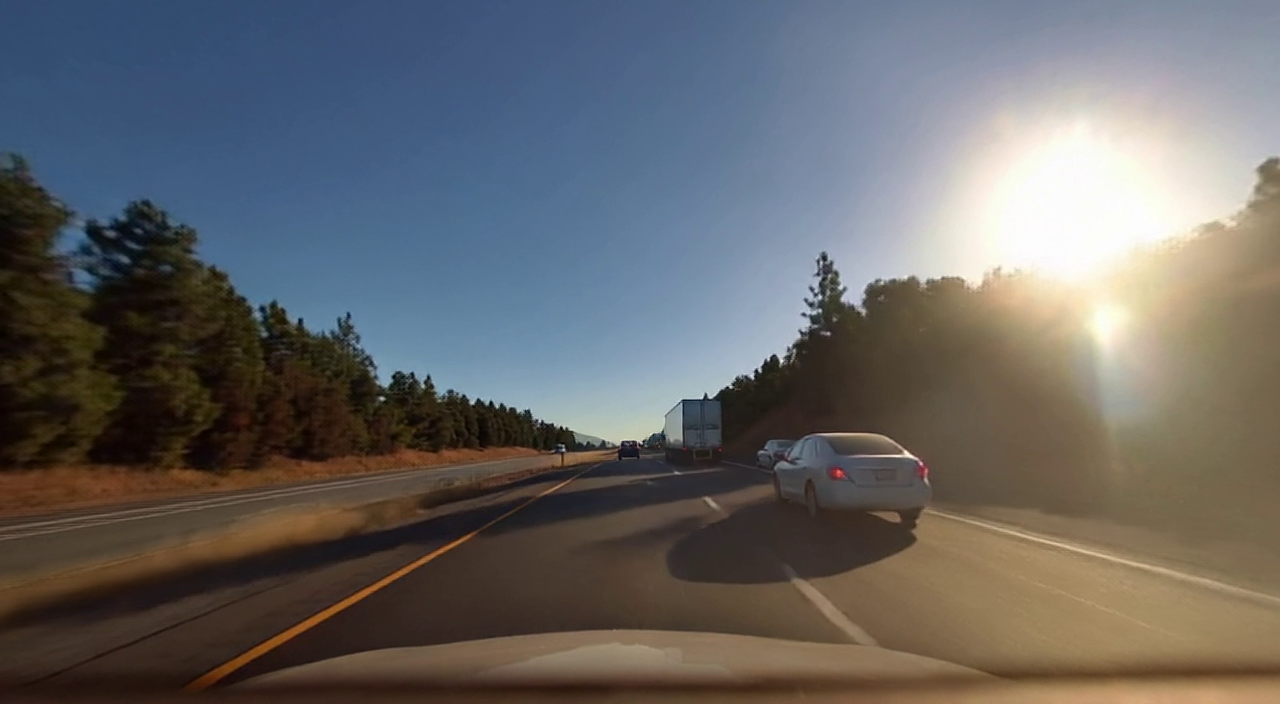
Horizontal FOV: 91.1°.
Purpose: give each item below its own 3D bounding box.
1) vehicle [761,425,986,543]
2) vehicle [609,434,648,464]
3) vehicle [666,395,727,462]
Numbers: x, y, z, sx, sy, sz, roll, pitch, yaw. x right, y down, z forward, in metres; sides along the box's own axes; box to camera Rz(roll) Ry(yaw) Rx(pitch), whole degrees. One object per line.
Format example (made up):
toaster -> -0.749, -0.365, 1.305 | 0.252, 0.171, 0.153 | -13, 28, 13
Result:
vehicle -> 3.502, 2.035, 10.509 | 2.072, 1.534, 4.300 | 0, -8, 0
vehicle -> -0.641, 5.776, 37.796 | 2.192, 1.623, 4.887 | 0, -8, 0
vehicle -> 3.696, 5.541, 44.835 | 2.919, 4.004, 13.911 | 0, -8, 0
